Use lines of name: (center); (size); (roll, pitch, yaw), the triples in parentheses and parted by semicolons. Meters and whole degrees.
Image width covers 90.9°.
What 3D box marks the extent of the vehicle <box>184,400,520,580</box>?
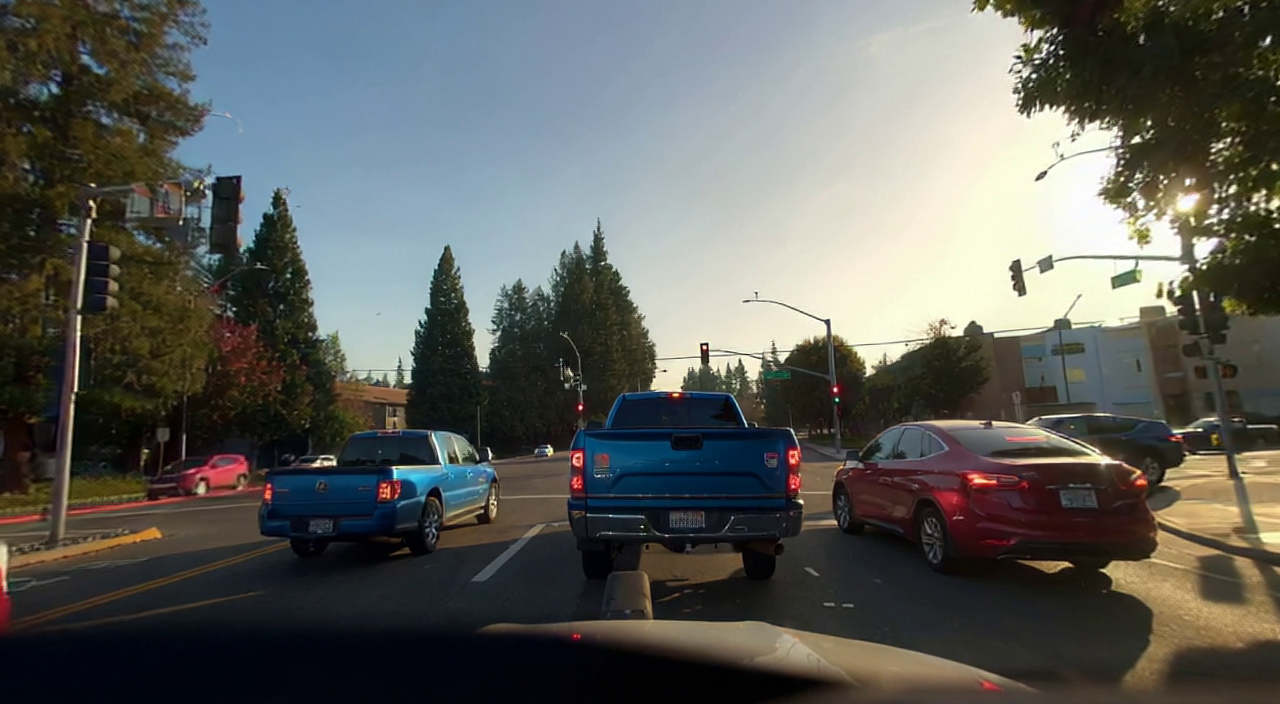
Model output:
vehicle: (-3.289, 1.694, 8.584); (2.125, 1.739, 4.707); (0, -8, 3)

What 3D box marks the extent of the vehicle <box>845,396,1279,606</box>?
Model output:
vehicle: (4.049, 1.498, 7.186); (1.984, 1.659, 4.226); (0, -8, 0)

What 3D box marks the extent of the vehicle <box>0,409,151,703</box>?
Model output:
vehicle: (-3.388, 0.708, 0.647); (1.998, 1.481, 4.656); (0, -8, 1)

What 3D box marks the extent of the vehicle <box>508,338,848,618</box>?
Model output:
vehicle: (0.323, 1.271, 7.150); (2.505, 2.084, 4.768); (0, -8, 1)
